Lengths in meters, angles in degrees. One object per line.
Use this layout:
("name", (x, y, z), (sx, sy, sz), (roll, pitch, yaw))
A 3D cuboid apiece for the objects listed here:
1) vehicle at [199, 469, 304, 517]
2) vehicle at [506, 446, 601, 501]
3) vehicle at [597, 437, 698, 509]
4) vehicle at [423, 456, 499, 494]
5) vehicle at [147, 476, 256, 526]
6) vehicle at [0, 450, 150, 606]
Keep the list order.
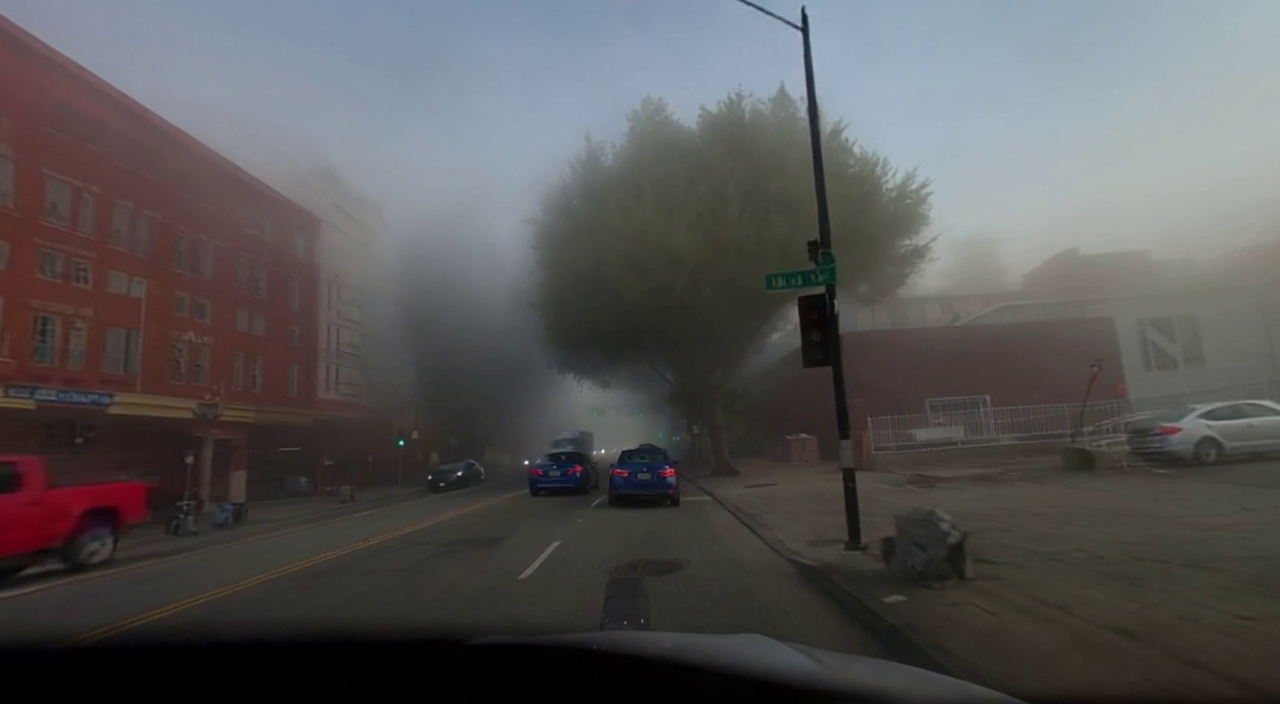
("vehicle", (-16.979, 6.167, 27.567), (4.266, 1.486, 1.907), (-13, -15, 25))
("vehicle", (-2.415, 3.547, 18.980), (2.099, 1.424, 4.843), (0, -8, 1))
("vehicle", (0.179, 2.807, 15.087), (2.094, 1.478, 3.922), (0, -9, 1))
("vehicle", (-8.392, 5.773, 29.987), (2.118, 1.473, 4.642), (-3, -9, 2))
("vehicle", (-17.329, 5.789, 24.836), (4.584, 1.504, 2.124), (-7, -10, 38))
("vehicle", (-8.536, 2.119, 7.438), (1.931, 1.803, 4.420), (-2, -8, 0))
